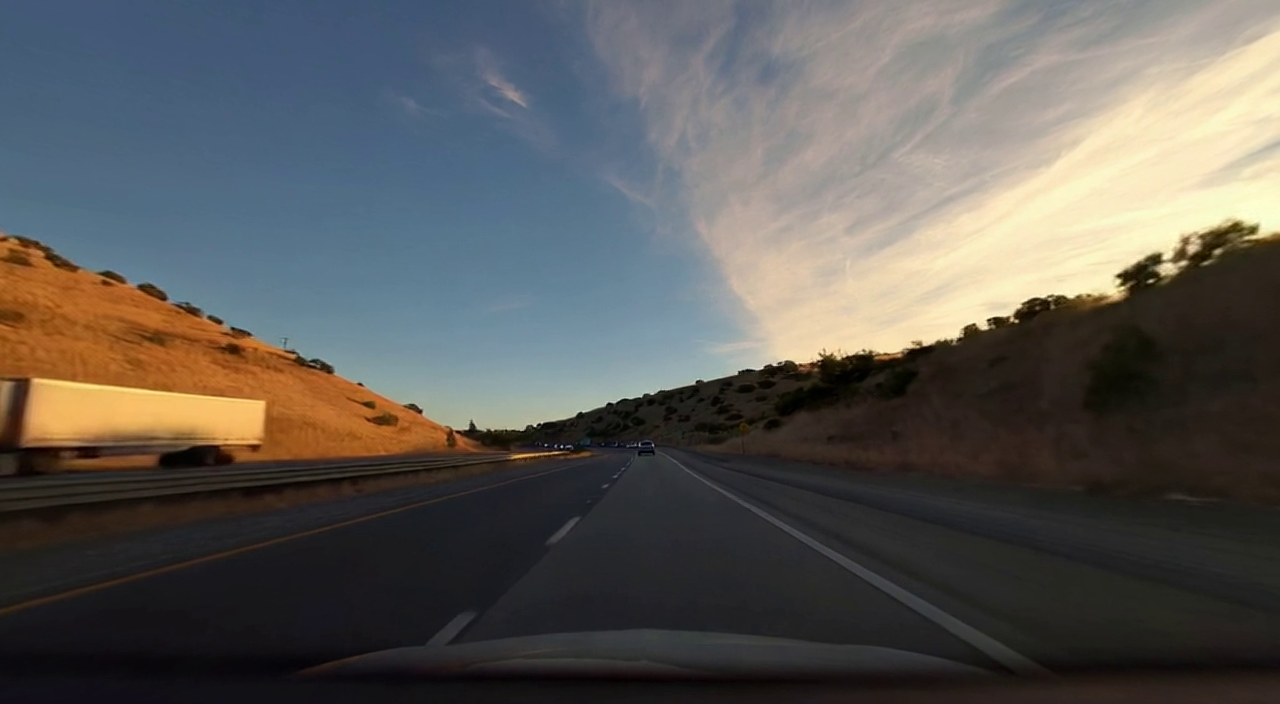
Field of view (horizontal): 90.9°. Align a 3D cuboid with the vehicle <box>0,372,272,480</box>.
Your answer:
[{"bbox_3d":[-25.927,4.113,32.813,2.897,4.201,16.518,0,-9,3],"label":"vehicle"}]
